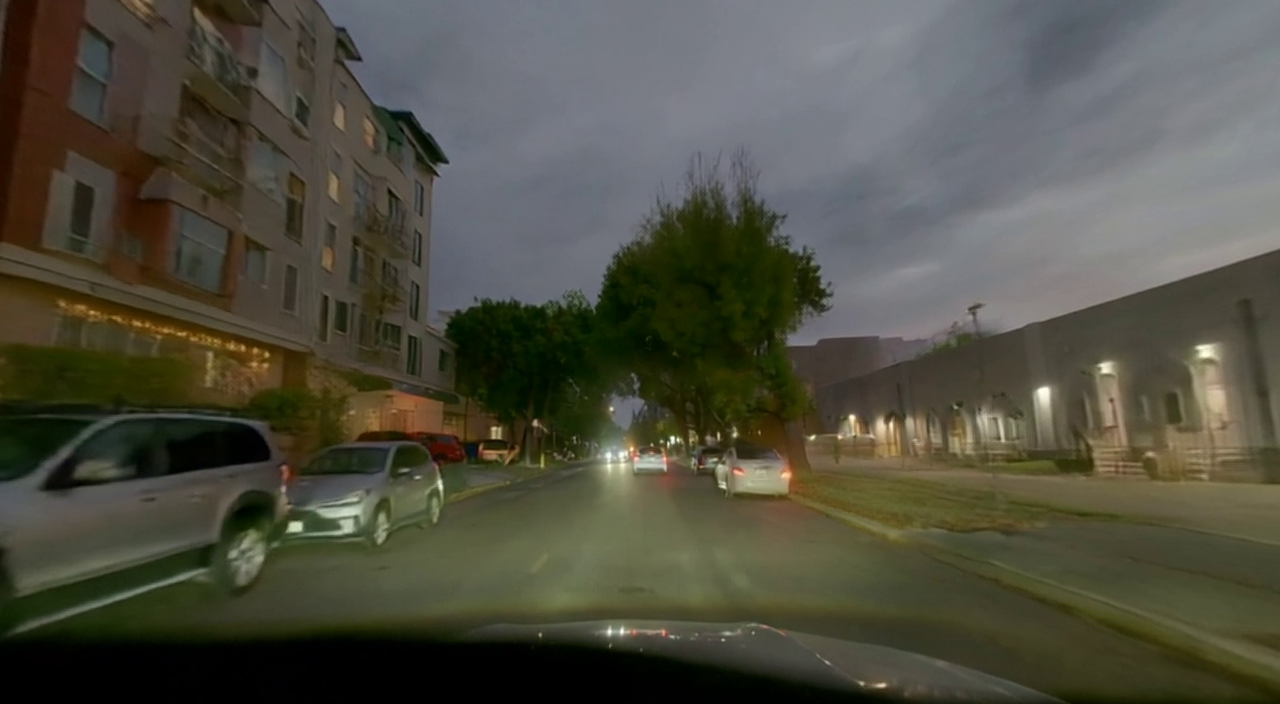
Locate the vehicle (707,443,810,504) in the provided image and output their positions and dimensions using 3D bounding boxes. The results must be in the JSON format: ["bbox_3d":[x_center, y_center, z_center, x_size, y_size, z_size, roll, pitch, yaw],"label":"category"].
[{"bbox_3d":[3.159,3.354,17.795,2.086,1.498,4.280,0,-9,0],"label":"vehicle"}]

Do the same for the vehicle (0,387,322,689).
[{"bbox_3d":[-4.621,1.133,4.787,2.022,1.721,4.355,1,-4,2],"label":"vehicle"}]

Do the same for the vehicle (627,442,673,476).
[{"bbox_3d":[0.452,5.153,30.420,2.095,1.510,3.605,0,-9,0],"label":"vehicle"}]

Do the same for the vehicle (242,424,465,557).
[{"bbox_3d":[-4.347,2.069,10.289,1.911,1.573,3.637,2,-4,0],"label":"vehicle"}]

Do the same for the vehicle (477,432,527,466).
[{"bbox_3d":[-8.129,5.705,37.384,2.010,1.747,4.266,0,-6,0],"label":"vehicle"}]
